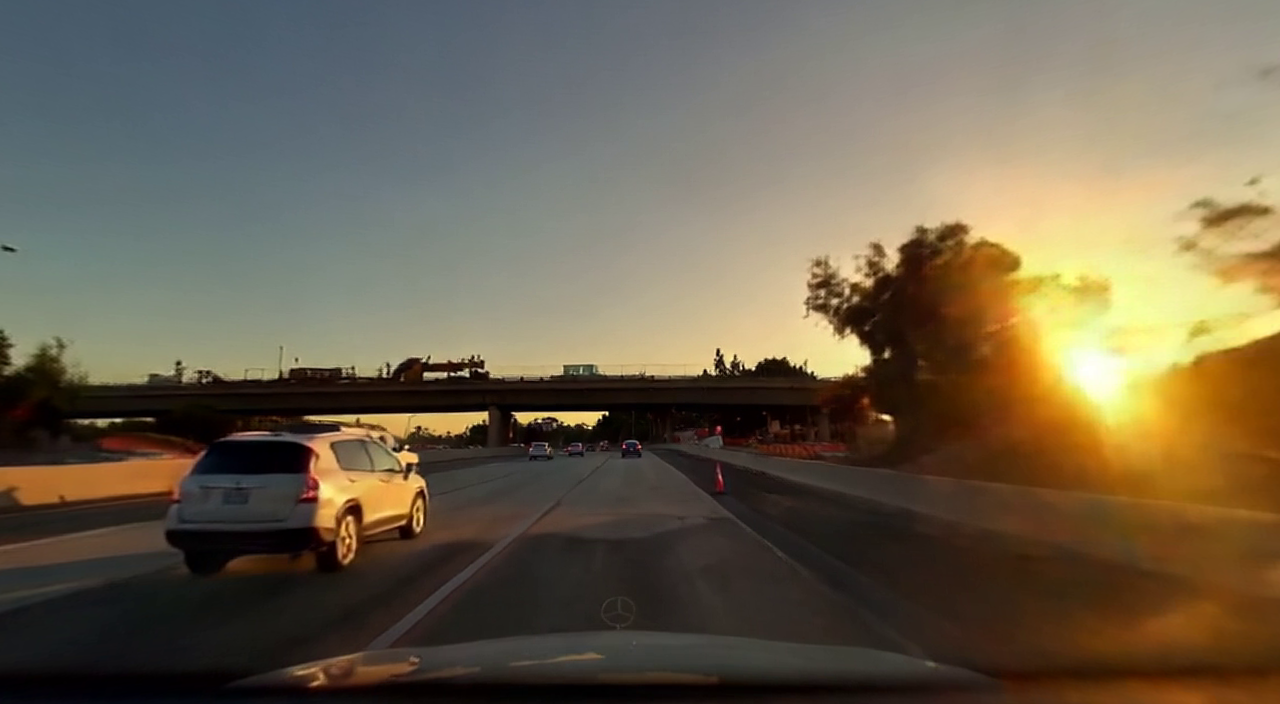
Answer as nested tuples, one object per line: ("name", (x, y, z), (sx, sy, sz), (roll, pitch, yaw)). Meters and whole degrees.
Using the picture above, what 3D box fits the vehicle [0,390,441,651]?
("vehicle", (-3.625, 1.383, 6.193), (2.024, 1.655, 4.192), (0, -8, -1))

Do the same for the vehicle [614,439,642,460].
("vehicle", (-0.916, 7.296, 47.242), (2.051, 1.459, 4.092), (0, -8, -1))
